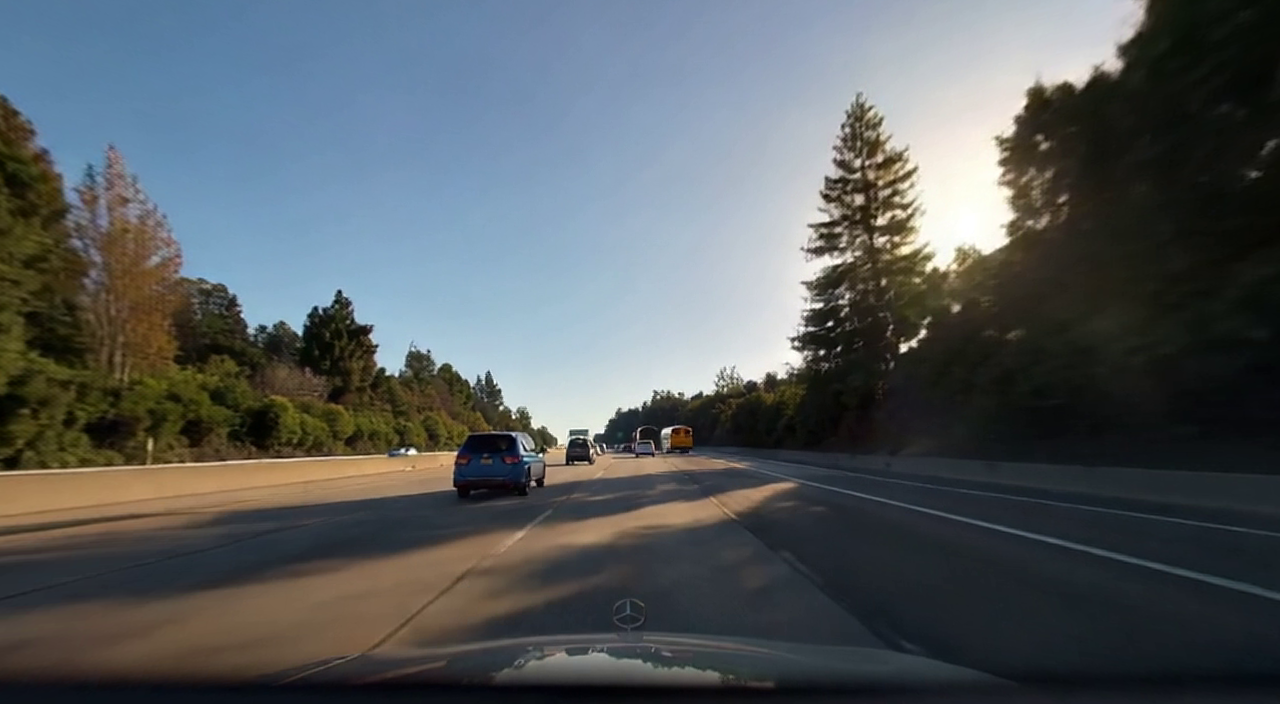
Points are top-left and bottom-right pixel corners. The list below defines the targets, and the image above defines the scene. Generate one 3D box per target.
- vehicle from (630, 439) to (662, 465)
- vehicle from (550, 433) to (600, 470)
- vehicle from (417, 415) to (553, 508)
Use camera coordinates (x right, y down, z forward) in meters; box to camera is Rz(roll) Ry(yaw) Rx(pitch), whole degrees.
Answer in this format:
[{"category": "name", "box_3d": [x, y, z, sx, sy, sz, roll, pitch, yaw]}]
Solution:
[{"category": "vehicle", "box_3d": [0.392, 6.710, 42.286, 2.042, 1.632, 3.654, 0, -9, 0]}, {"category": "vehicle", "box_3d": [-3.340, 5.286, 33.559, 2.155, 1.843, 4.567, 0, -9, 0]}, {"category": "vehicle", "box_3d": [-3.494, 2.590, 15.218, 2.016, 1.898, 4.458, 0, -9, 1]}]
